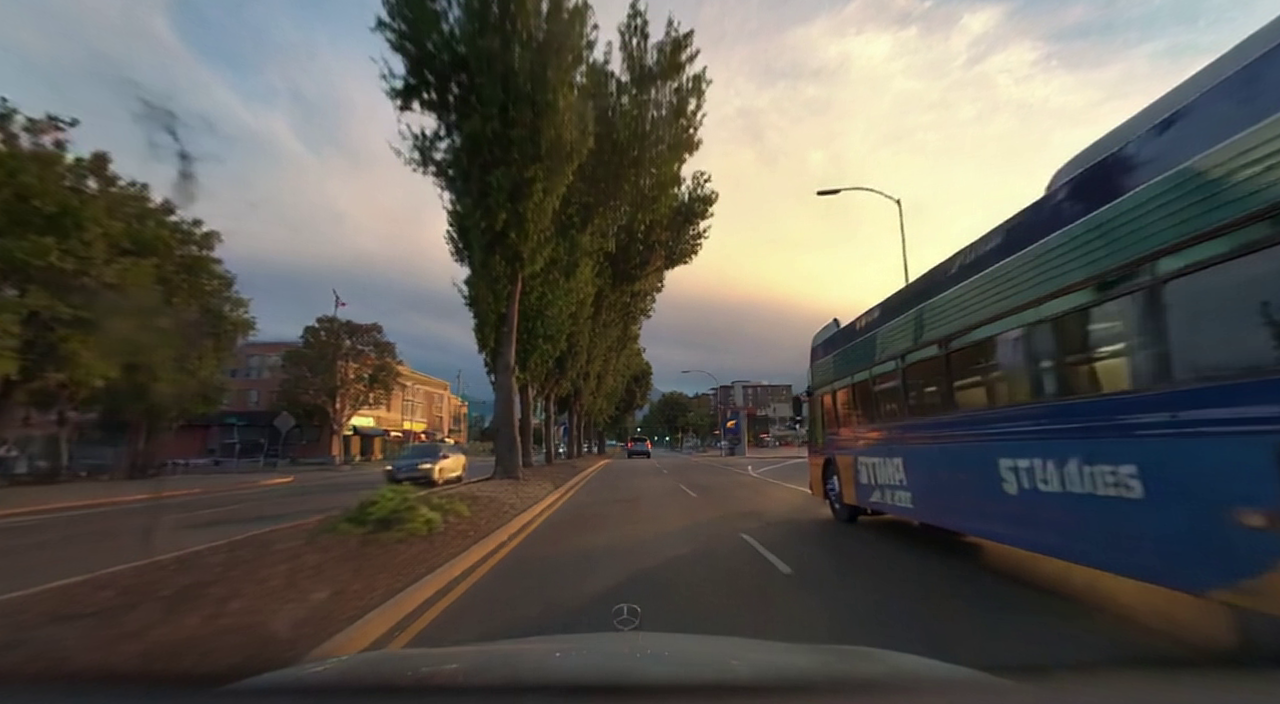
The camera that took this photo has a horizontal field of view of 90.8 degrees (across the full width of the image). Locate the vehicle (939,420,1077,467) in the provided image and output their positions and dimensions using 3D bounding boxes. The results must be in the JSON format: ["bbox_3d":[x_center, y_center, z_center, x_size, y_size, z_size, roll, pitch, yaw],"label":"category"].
[{"bbox_3d":[25.865,6.429,44.466,8.606,3.093,2.803,2,-8,-13],"label":"vehicle"}]

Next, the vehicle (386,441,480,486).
[{"bbox_3d":[-7.510,4.078,23.431,1.999,1.478,4.441,0,-8,-1],"label":"vehicle"}]

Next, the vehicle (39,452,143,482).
[{"bbox_3d":[-36.136,7.557,41.755,4.562,1.825,2.148,2,-9,-14],"label":"vehicle"}]
